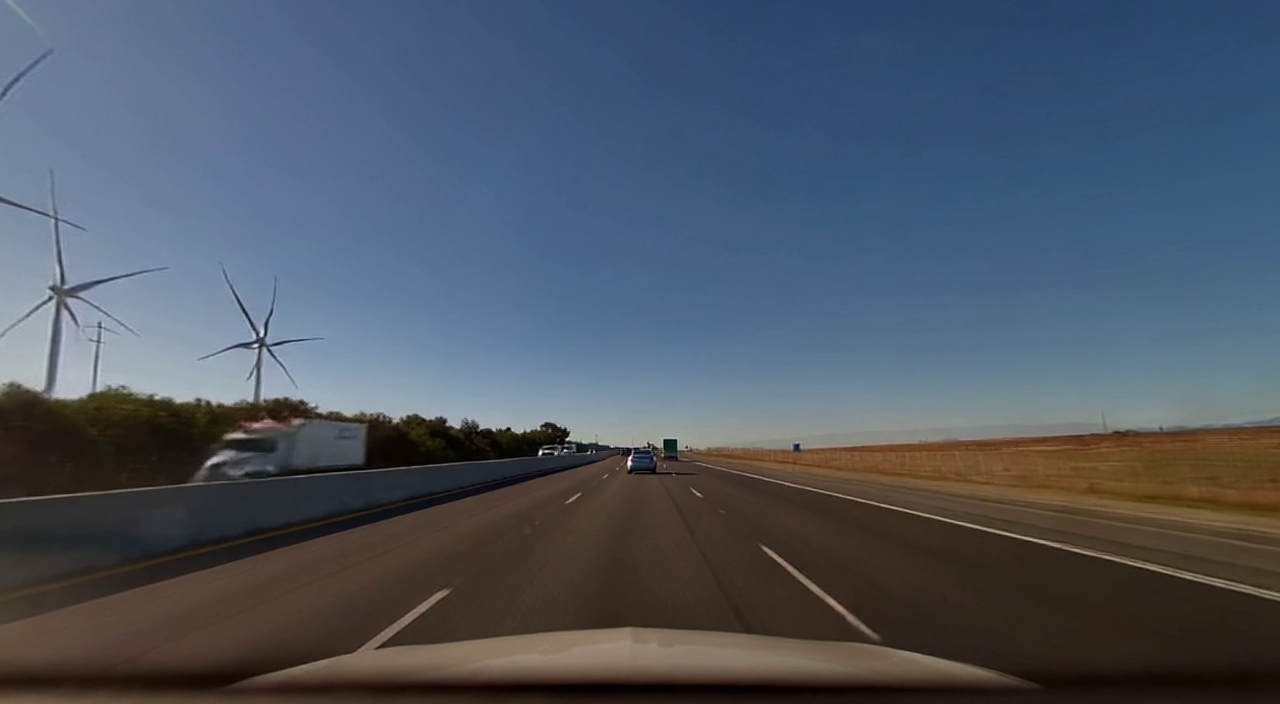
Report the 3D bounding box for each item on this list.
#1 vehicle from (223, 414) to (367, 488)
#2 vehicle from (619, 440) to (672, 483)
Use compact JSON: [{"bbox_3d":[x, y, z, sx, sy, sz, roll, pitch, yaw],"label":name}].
[{"bbox_3d":[-15.753,4.616,29.531,2.585,3.015,7.117,0,-9,0],"label":"vehicle"},{"bbox_3d":[0.211,4.610,26.739,2.083,1.653,3.787,0,-9,-1],"label":"vehicle"}]
